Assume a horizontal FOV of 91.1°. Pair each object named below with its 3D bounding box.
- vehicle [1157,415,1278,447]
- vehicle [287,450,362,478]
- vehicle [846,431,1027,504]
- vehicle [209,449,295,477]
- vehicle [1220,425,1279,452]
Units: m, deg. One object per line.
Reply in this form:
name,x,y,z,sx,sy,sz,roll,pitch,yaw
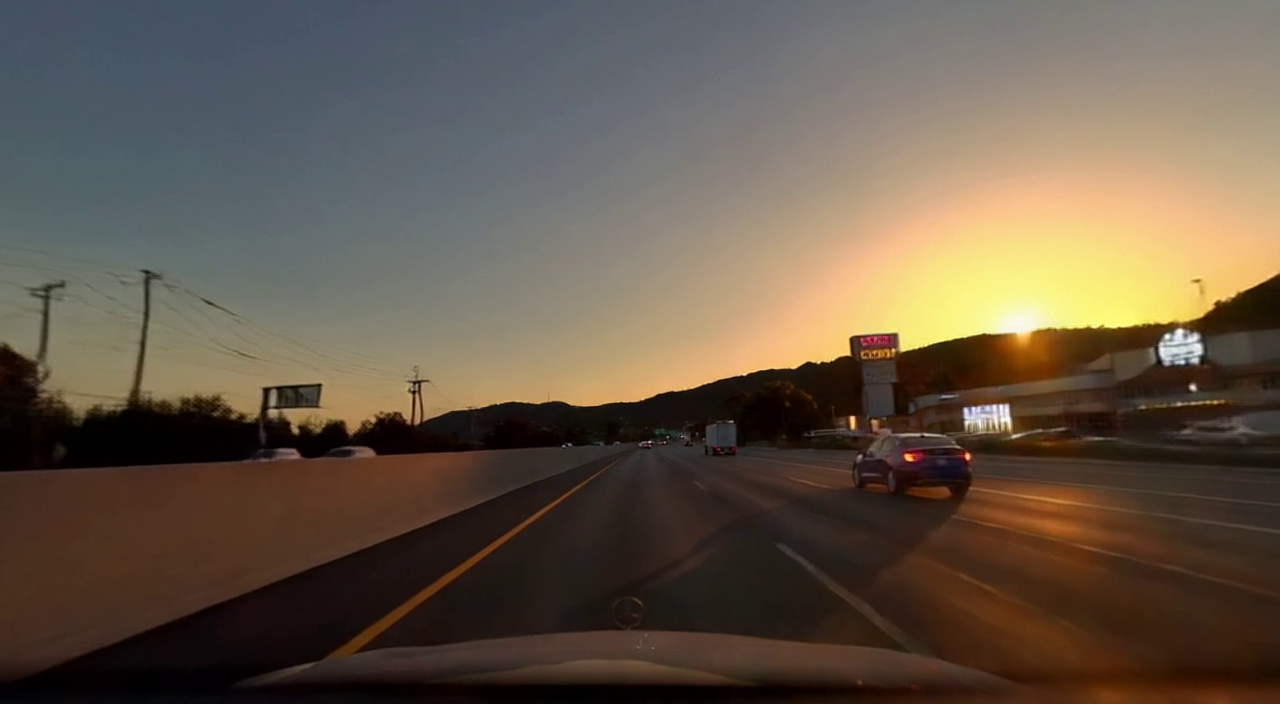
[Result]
vehicle,35.729,4.919,39.026,4.978,1.798,2.146,-1,-9,14
vehicle,-18.215,6.461,36.553,1.896,1.475,4.735,0,-8,0
vehicle,7.119,2.820,15.854,2.079,1.518,5.032,0,-8,-1
vehicle,-27.411,7.810,44.673,2.170,1.812,5.804,0,-8,4
vehicle,36.045,4.913,35.551,4.453,1.442,1.894,0,-8,0
